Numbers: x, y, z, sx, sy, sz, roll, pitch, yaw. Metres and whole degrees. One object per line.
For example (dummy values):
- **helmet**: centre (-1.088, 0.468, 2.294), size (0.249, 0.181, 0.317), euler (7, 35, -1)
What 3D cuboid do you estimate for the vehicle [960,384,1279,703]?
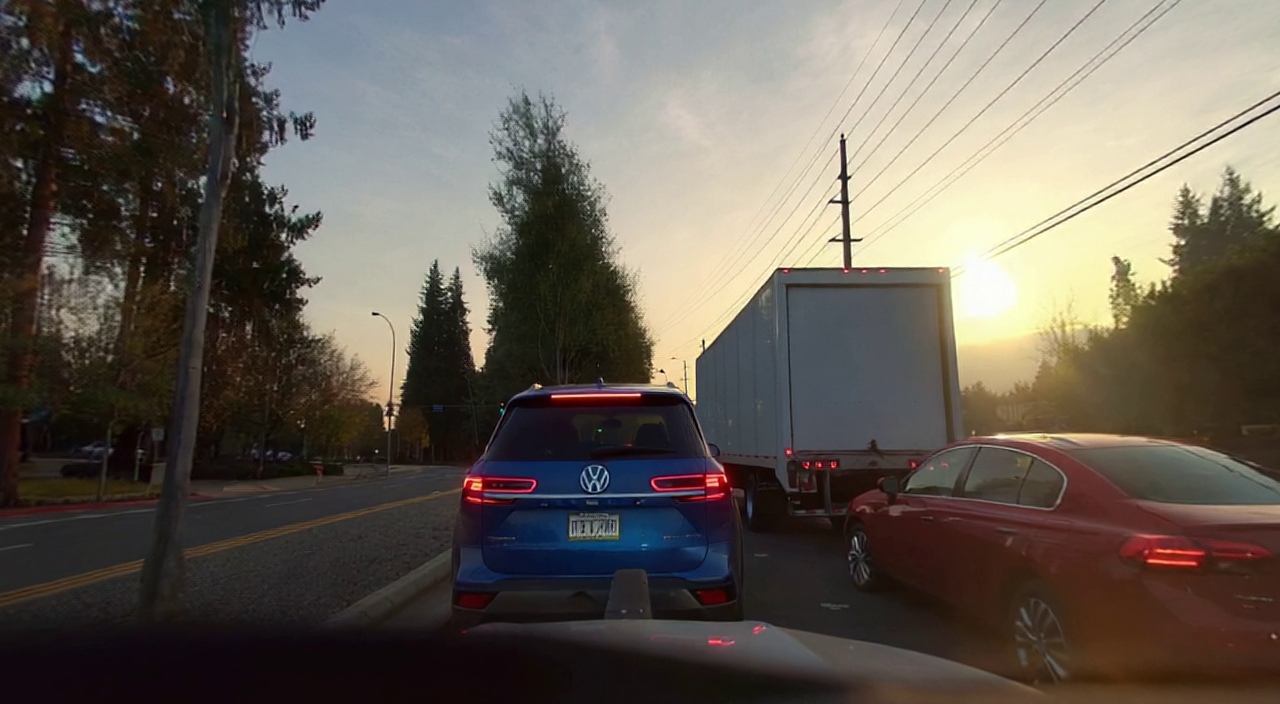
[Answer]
- **vehicle**: centre (2.821, 0.747, 1.188), size (1.971, 1.484, 4.728), euler (0, -8, 0)

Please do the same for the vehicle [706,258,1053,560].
- **vehicle**: centre (3.229, 1.259, 11.833), size (2.915, 3.559, 8.848), euler (0, -8, 0)

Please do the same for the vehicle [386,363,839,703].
- **vehicle**: centre (-0.125, 1.228, 5.138), size (2.114, 1.732, 4.230), euler (0, -8, 0)
